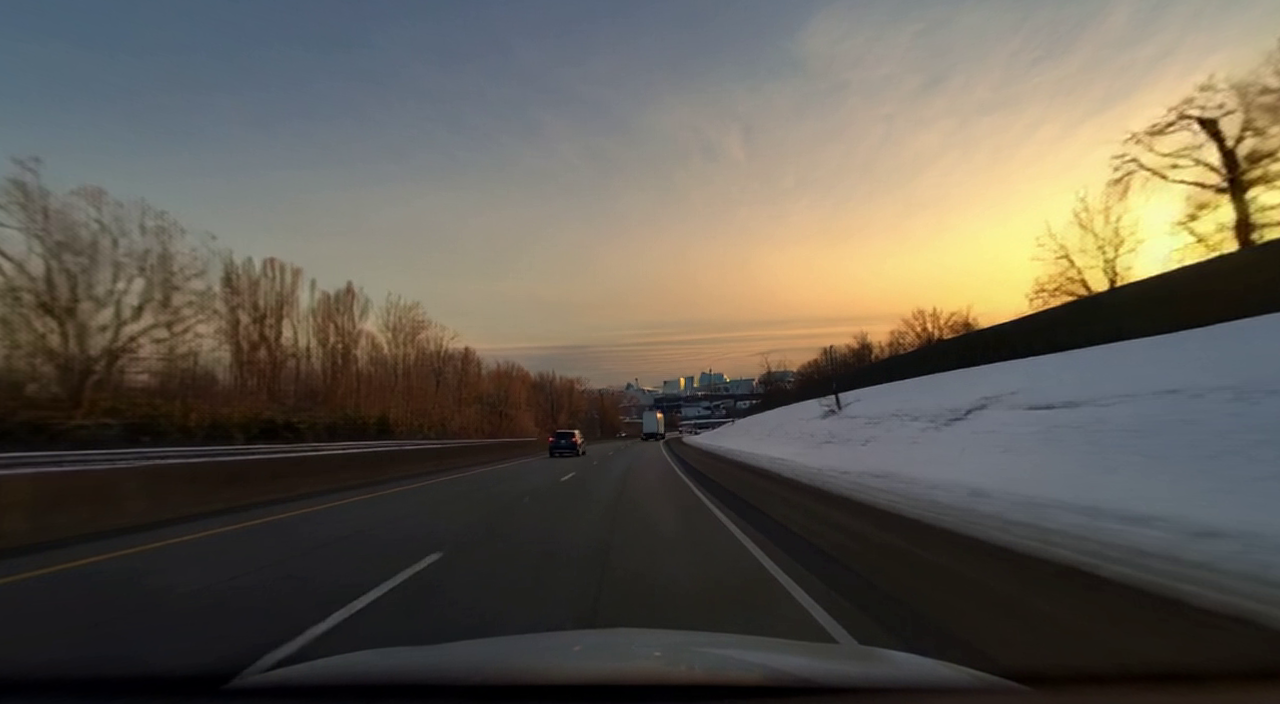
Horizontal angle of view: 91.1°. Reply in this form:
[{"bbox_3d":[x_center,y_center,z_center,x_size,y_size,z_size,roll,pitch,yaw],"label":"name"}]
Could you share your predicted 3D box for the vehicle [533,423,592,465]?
[{"bbox_3d":[-3.380,4.089,28.121,2.018,1.678,4.312,0,-8,1],"label":"vehicle"}]
